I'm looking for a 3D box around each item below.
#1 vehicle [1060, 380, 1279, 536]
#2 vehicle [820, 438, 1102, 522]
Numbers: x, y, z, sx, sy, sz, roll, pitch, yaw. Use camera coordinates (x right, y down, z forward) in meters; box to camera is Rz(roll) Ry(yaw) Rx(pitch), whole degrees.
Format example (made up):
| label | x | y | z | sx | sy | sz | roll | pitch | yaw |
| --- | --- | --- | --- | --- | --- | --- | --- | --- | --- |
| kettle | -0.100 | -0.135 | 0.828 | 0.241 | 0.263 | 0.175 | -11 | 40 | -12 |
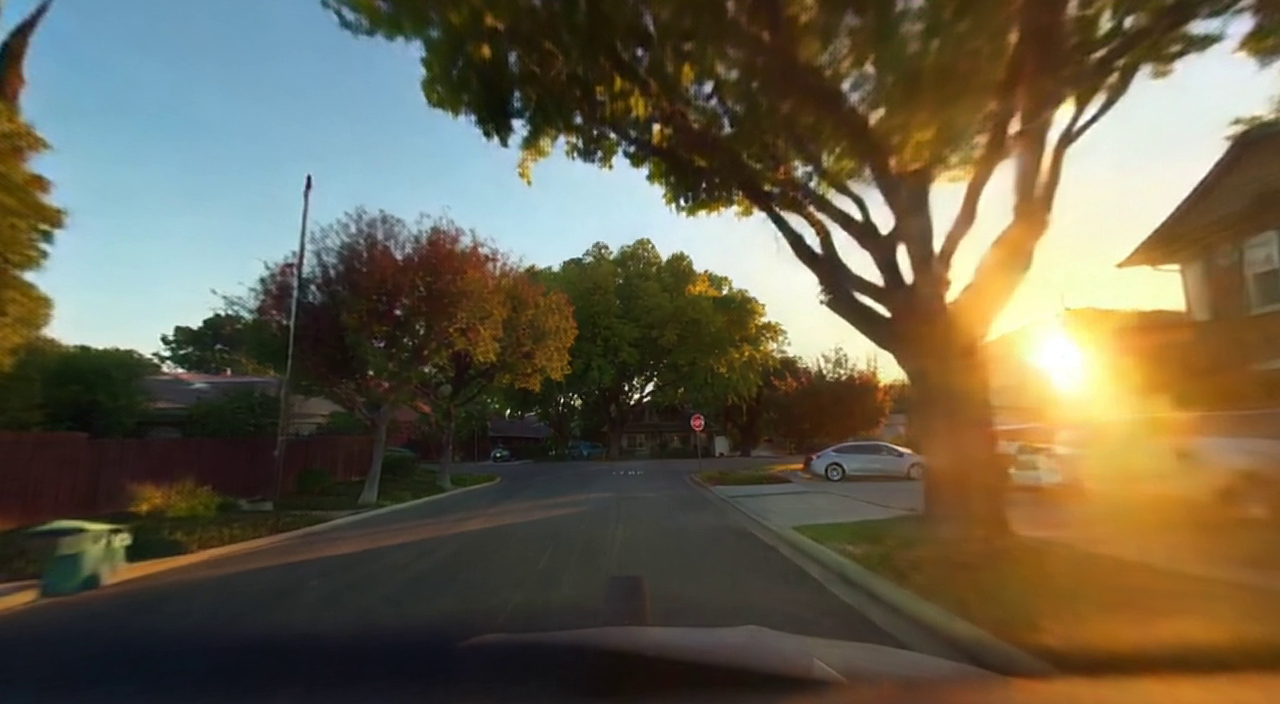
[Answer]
| label | x | y | z | sx | sy | sz | roll | pitch | yaw |
| --- | --- | --- | --- | --- | --- | --- | --- | --- | --- |
| vehicle | 9.431 | 1.469 | 9.029 | 5.239 | 1.933 | 2.131 | 0 | -8 | -1 |
| vehicle | 5.767 | 2.335 | 11.760 | 4.229 | 1.402 | 1.811 | 0 | -8 | 1 |
